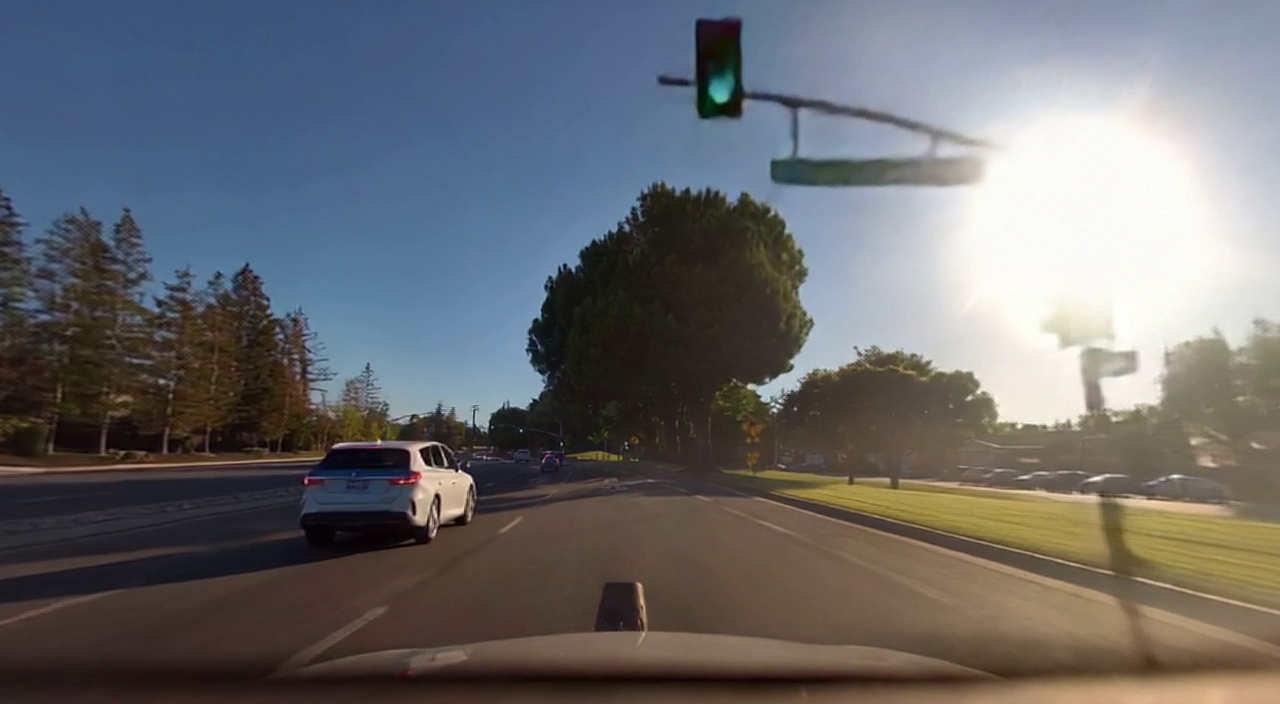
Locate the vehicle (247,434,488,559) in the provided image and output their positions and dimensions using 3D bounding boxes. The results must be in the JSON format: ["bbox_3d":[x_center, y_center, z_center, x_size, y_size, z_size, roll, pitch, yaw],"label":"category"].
[{"bbox_3d":[-4.131,2.241,10.636,2.098,1.613,4.606,0,-8,-2],"label":"vehicle"}]

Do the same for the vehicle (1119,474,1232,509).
[{"bbox_3d":[33.915,8.828,40.263,2.073,1.767,5.346,1,-8,-8],"label":"vehicle"}]

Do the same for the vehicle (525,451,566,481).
[{"bbox_3d":[-5.063,6.119,34.282,1.904,1.476,3.736,0,-9,-4],"label":"vehicle"}]

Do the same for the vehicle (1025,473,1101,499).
[{"bbox_3d":[32.430,10.238,48.662,1.967,1.647,4.948,1,-9,-8],"label":"vehicle"}]
